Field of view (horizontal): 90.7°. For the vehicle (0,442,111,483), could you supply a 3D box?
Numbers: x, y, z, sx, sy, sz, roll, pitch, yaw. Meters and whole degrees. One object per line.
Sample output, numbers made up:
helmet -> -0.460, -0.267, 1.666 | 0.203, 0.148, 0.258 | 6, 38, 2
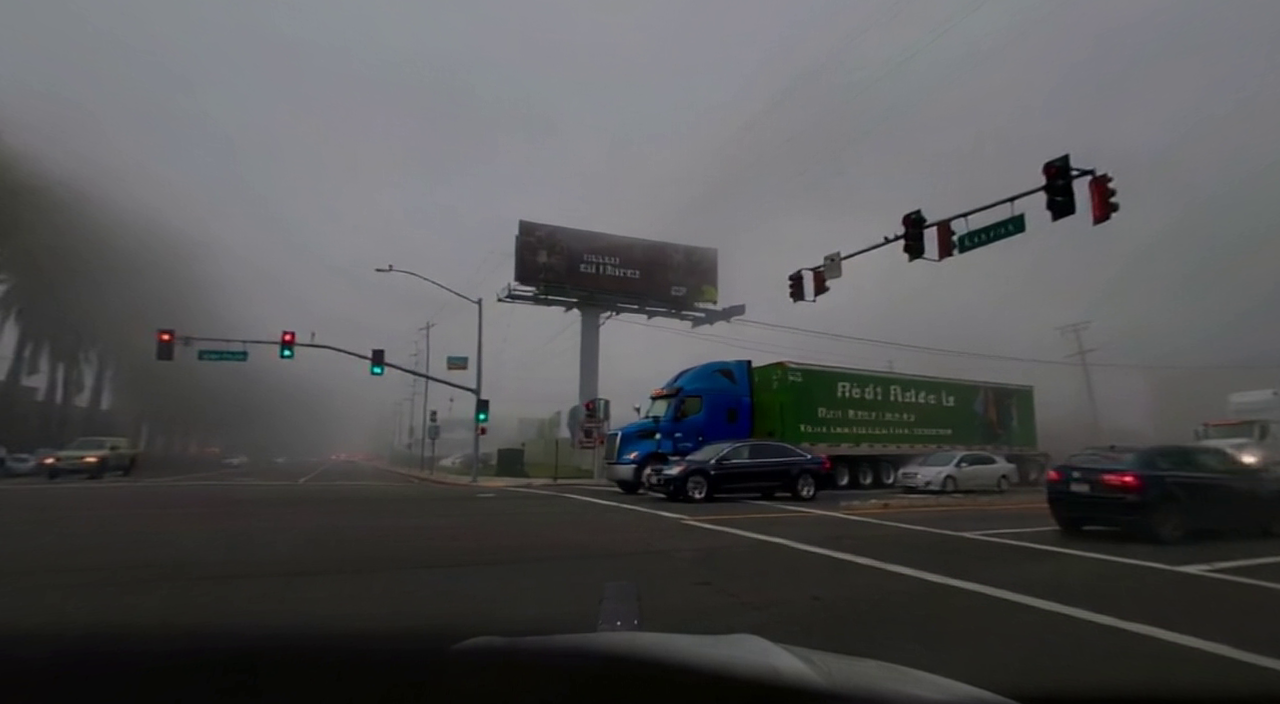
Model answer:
vehicle -> -27.166, 5.079, 29.523 | 2.028, 1.744, 4.876 | 3, -9, -19

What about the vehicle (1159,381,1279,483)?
vehicle -> 24.623, 3.371, 26.379 | 3.372, 3.903, 3.027 | 4, -10, -23

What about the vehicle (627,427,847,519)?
vehicle -> 2.480, 3.018, 16.274 | 5.079, 1.893, 2.200 | 1, -10, -25

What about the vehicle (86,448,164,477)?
vehicle -> -30.175, 6.446, 37.237 | 1.834, 1.521, 4.970 | 3, -9, -19

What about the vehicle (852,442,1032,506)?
vehicle -> 9.028, 3.578, 18.929 | 4.958, 1.510, 1.949 | 1, -10, -24

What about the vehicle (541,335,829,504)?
vehicle -> 1.443, 2.172, 19.330 | 8.167, 4.352, 3.029 | 4, -9, -24

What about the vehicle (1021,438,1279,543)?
vehicle -> 9.434, 2.301, 11.079 | 5.114, 1.492, 2.040 | 4, -9, -23
